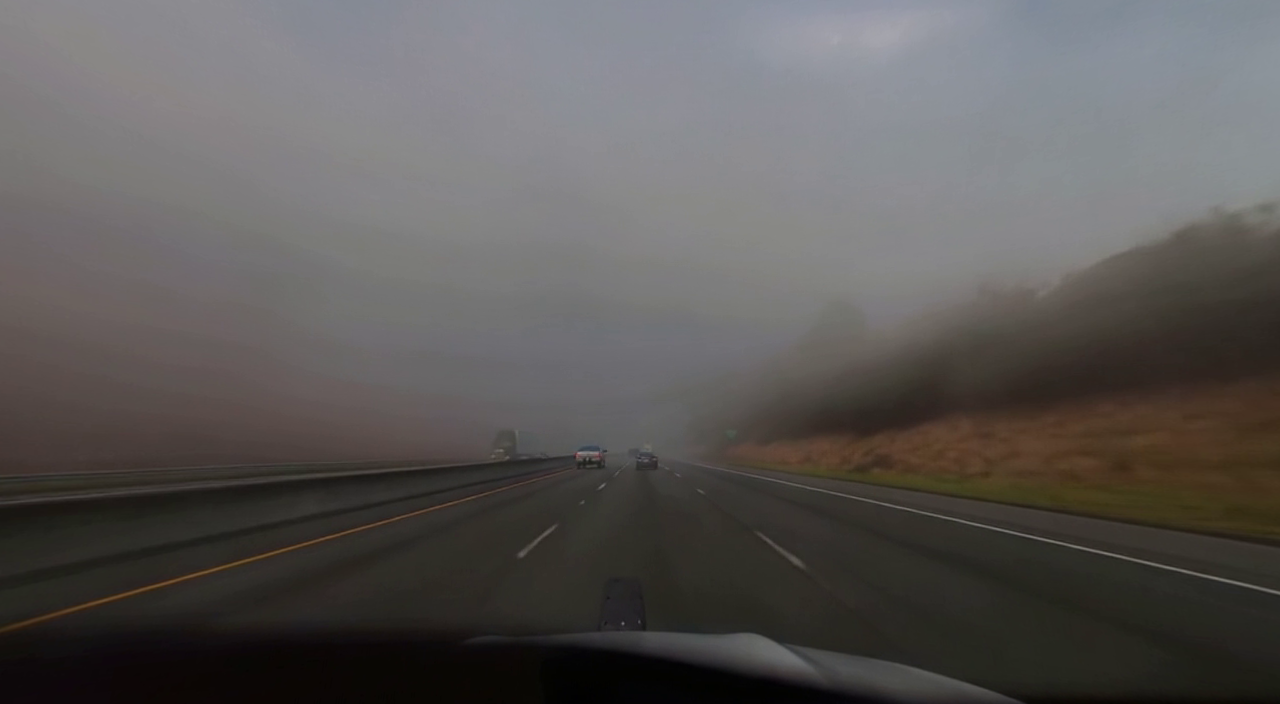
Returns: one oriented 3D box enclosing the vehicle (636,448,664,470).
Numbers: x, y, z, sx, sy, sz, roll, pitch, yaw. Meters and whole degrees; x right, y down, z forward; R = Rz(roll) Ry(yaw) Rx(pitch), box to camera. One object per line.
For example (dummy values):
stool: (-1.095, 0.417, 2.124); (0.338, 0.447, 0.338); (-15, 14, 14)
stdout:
vehicle: (0.750, 8.073, 47.658); (2.036, 1.519, 4.225); (0, -9, 0)

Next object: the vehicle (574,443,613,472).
vehicle: (-2.972, 6.844, 40.937); (2.143, 1.770, 4.283); (0, -9, 1)
